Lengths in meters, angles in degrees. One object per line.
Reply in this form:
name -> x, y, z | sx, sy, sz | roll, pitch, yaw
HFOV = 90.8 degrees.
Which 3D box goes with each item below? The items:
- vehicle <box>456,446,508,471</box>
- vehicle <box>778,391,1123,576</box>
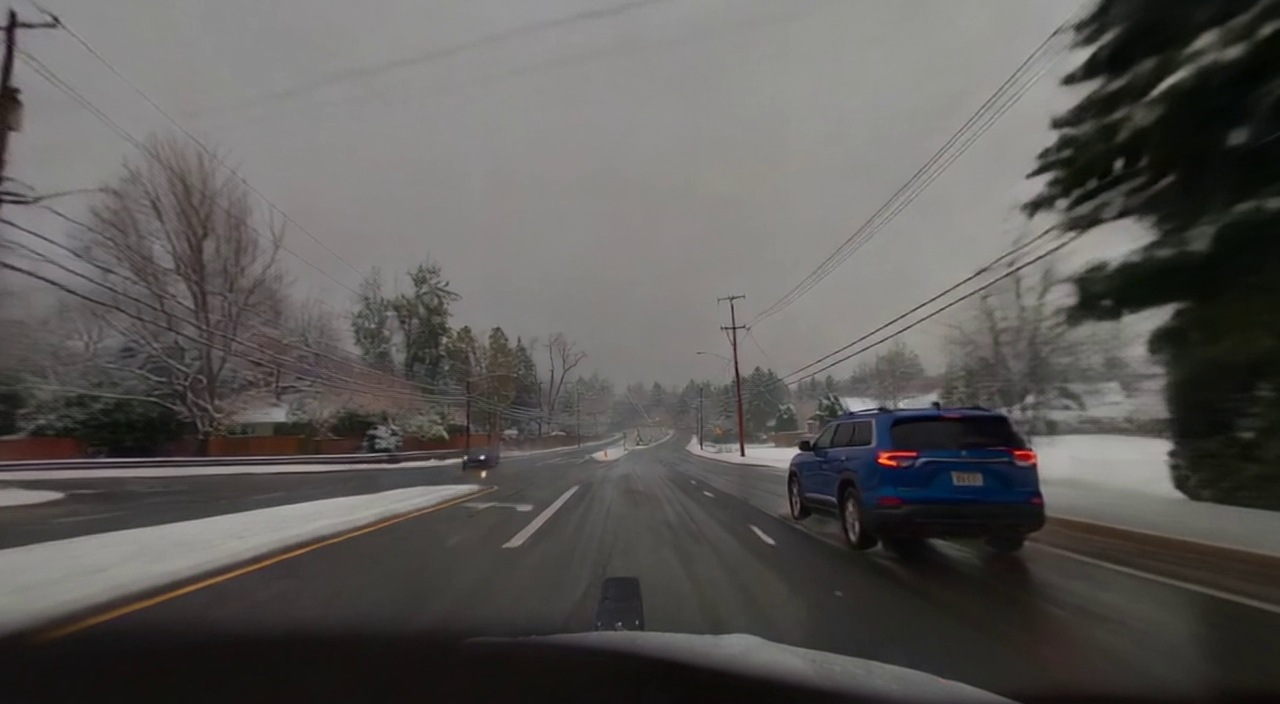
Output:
vehicle -> -10.053, 6.812, 40.628 | 1.990, 1.521, 4.879 | 0, -9, 1
vehicle -> 3.541, 1.630, 8.575 | 2.193, 1.777, 4.772 | 0, -9, -1
